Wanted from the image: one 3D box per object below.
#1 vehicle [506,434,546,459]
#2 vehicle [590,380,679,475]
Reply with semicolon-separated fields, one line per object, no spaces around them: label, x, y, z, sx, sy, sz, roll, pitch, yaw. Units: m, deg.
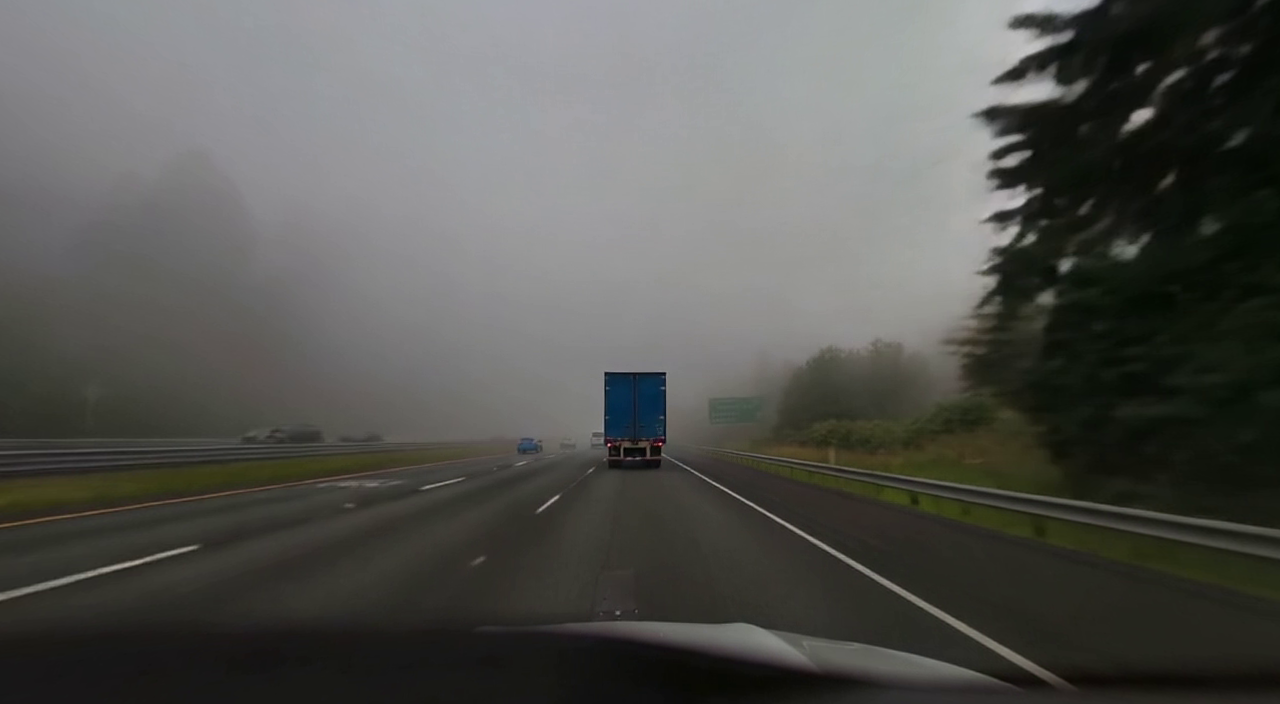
vehicle;-7.109;5.893;39.550;1.856;1.479;3.710;0;-8;0
vehicle;-0.292;3.697;30.210;3.033;3.223;14.836;4;-8;0
